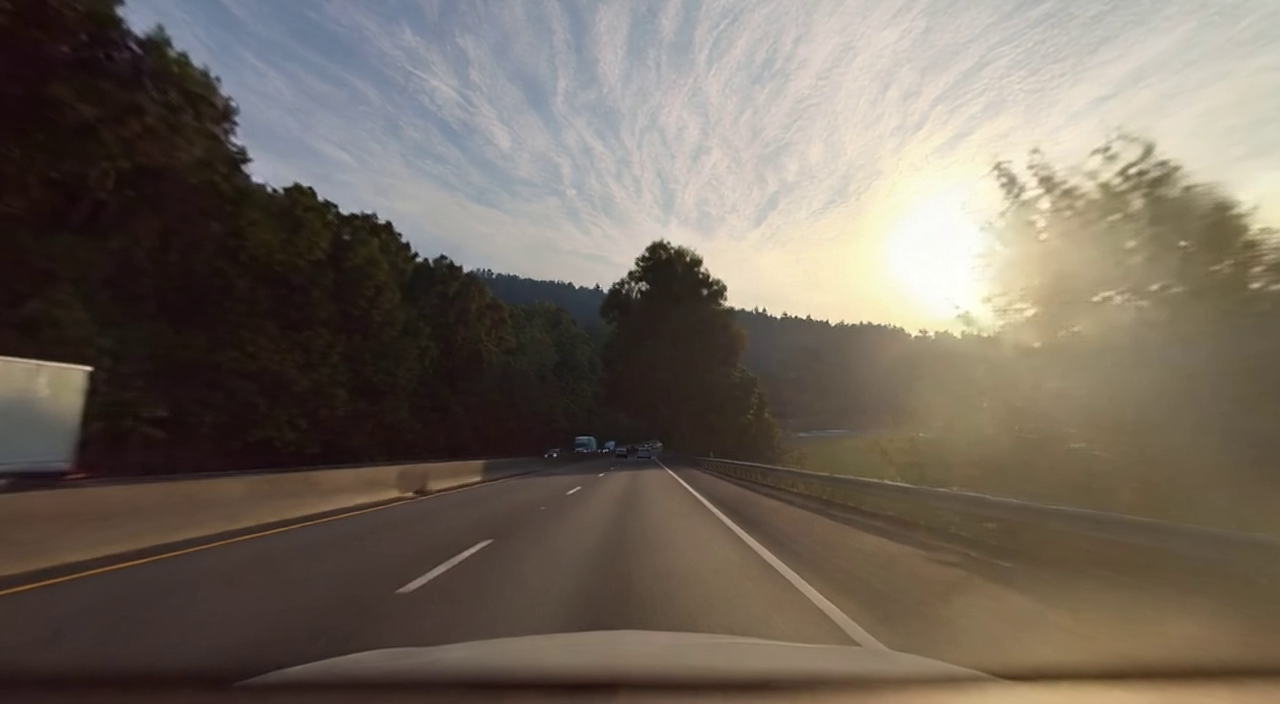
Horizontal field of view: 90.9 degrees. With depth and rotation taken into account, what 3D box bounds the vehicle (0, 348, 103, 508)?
[{"bbox_3d":[-16.519,1.005,9.928,3.166,3.694,14.817,0,-9,0],"label":"vehicle"}]
